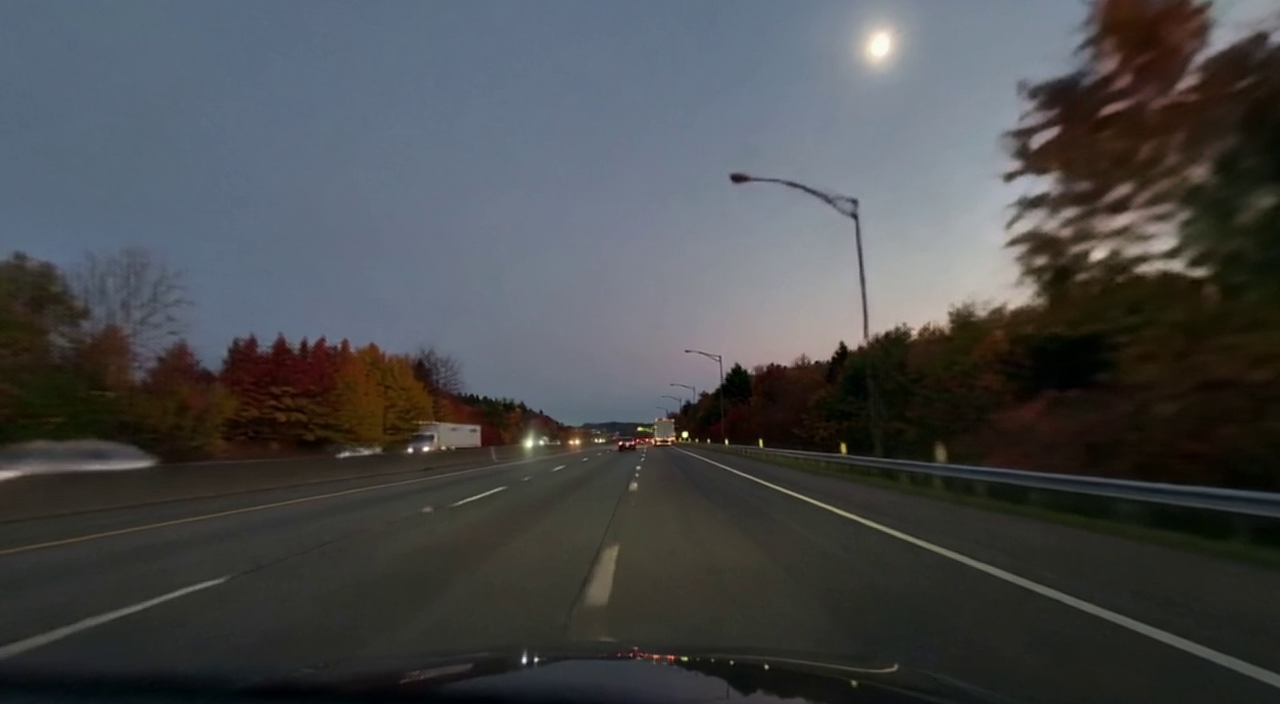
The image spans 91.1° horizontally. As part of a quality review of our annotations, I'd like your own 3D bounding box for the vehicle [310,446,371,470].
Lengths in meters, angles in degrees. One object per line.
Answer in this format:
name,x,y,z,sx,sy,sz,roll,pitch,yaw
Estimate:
vehicle,-20.475,7.255,43.101,1.882,1.489,4.332,-1,-8,3
